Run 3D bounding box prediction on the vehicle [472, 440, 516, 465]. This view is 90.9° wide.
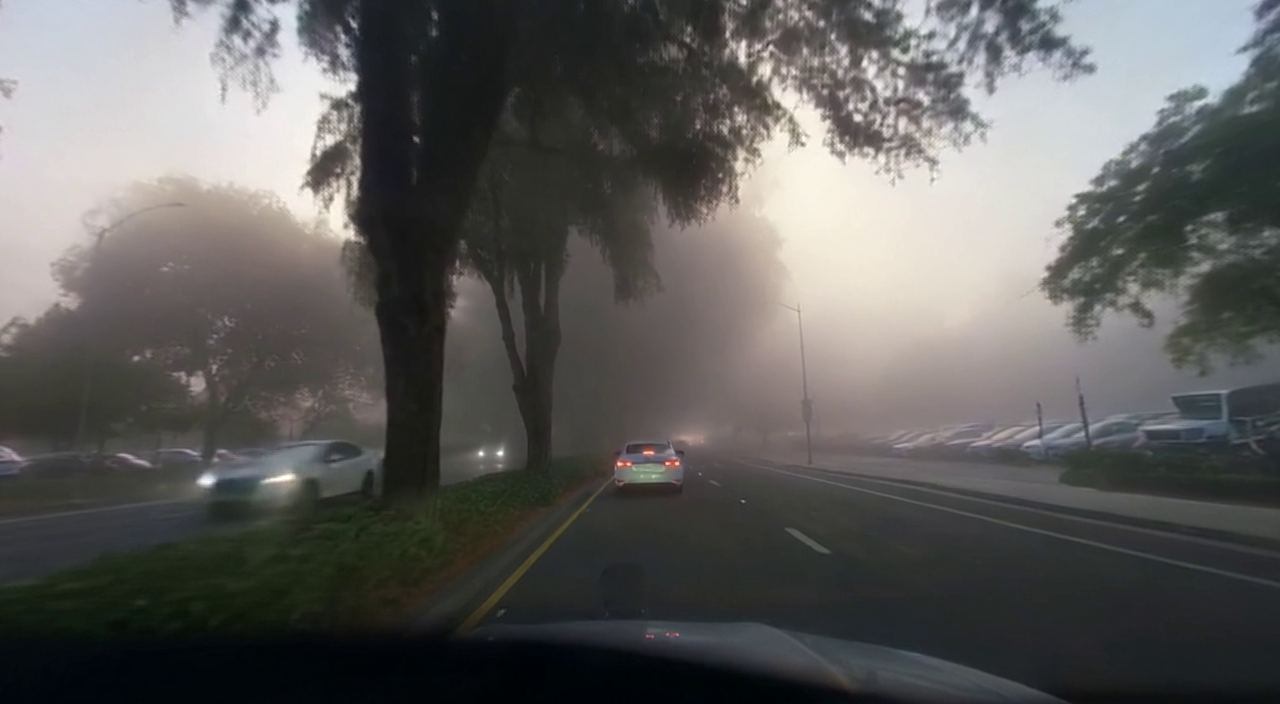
[{"bbox_3d":[-11.117,7.658,48.231,2.066,1.753,4.559,-1,-8,3],"label":"vehicle"}]

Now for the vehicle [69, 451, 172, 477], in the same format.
[{"bbox_3d":[-30.515,6.589,37.152,4.356,1.444,1.819,0,-8,-1],"label":"vehicle"}]

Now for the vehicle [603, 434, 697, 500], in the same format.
[{"bbox_3d":[0.187,2.880,16.190,2.093,1.442,3.977,0,-8,-1],"label":"vehicle"}]

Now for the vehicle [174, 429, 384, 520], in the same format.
[{"bbox_3d":[-8.180,2.794,15.033,2.131,1.778,4.912,0,-8,-1],"label":"vehicle"}]
